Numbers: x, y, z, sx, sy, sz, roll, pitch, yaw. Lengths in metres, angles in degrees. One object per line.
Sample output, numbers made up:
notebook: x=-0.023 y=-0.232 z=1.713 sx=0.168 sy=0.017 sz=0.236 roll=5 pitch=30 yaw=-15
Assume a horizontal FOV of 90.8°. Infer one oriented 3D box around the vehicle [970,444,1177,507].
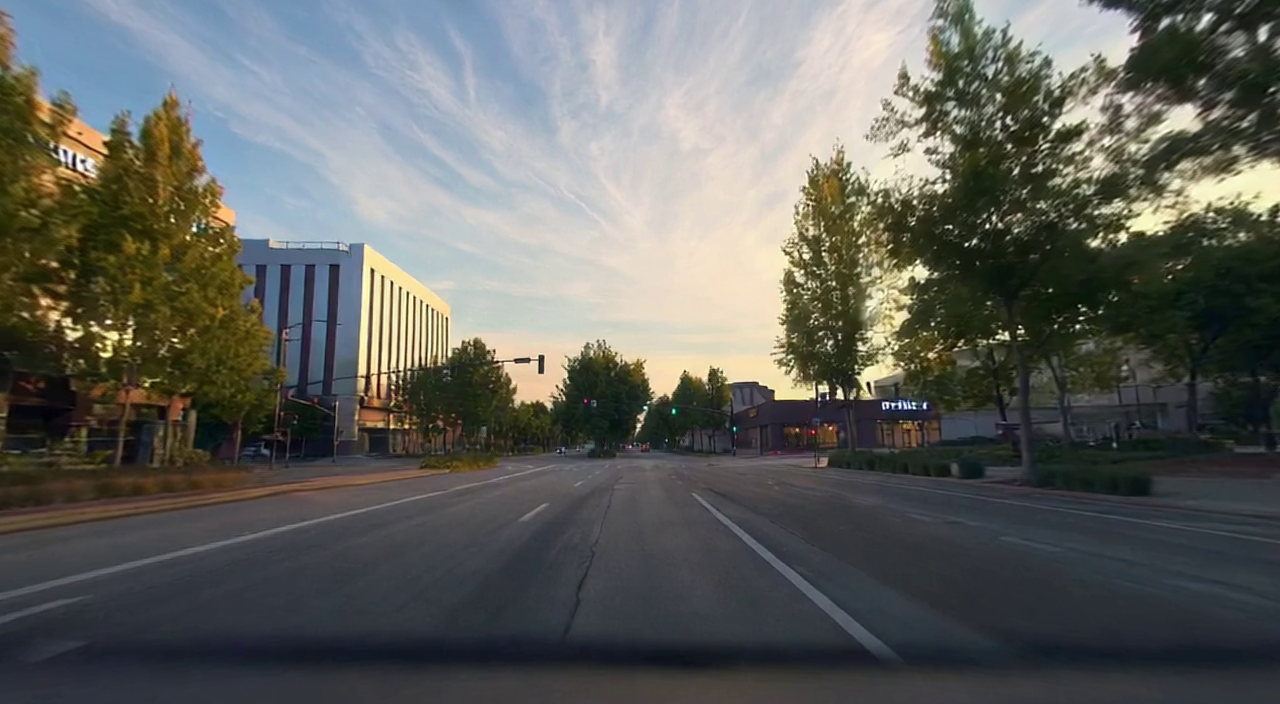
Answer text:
vehicle: x=11.007 y=3.132 z=16.614 sx=1.834 sy=1.388 sz=4.794 roll=0 pitch=-8 yaw=-4
